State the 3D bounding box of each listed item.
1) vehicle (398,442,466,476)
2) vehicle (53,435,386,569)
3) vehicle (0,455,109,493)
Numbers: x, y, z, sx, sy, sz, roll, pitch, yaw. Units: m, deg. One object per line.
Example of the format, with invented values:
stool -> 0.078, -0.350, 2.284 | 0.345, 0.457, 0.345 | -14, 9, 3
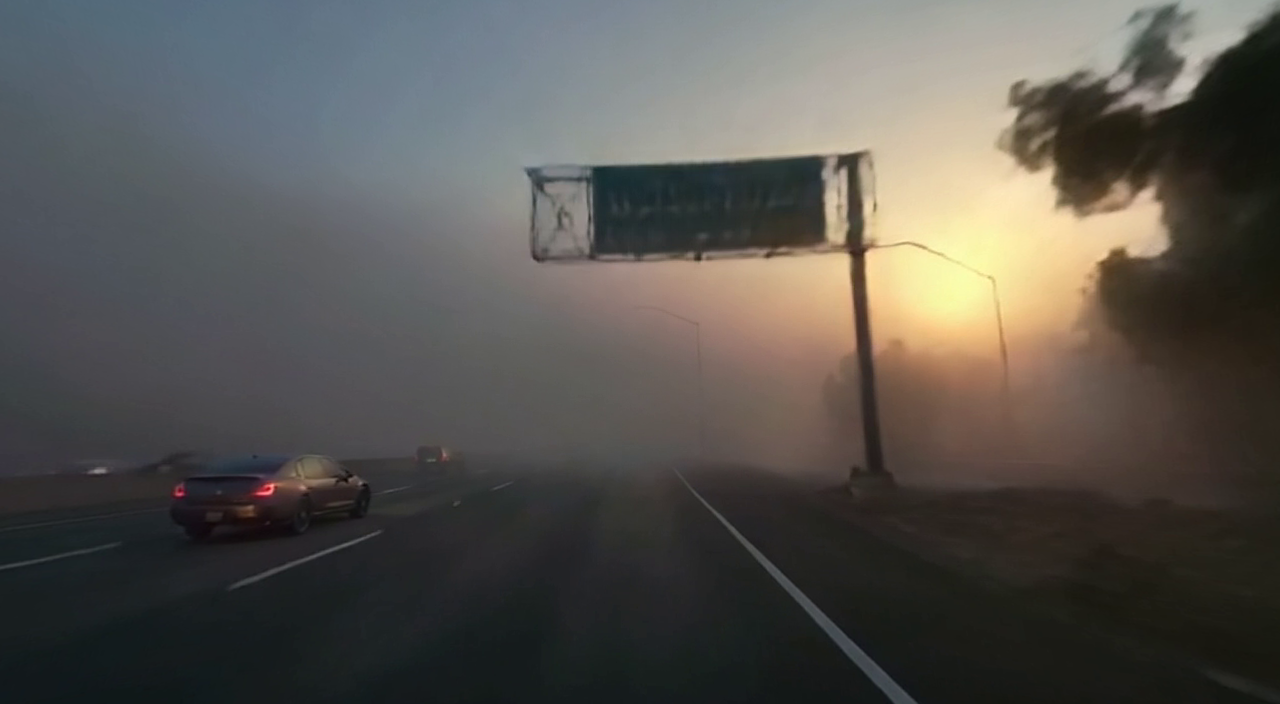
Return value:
vehicle -> -11.288, 5.834, 34.730 | 2.126, 1.671, 5.173 | 0, -9, -2
vehicle -> -5.727, 2.063, 9.594 | 1.940, 1.479, 4.777 | 0, -9, -3
vehicle -> -28.167, 5.748, 30.036 | 1.912, 1.503, 4.788 | 0, -8, -3
